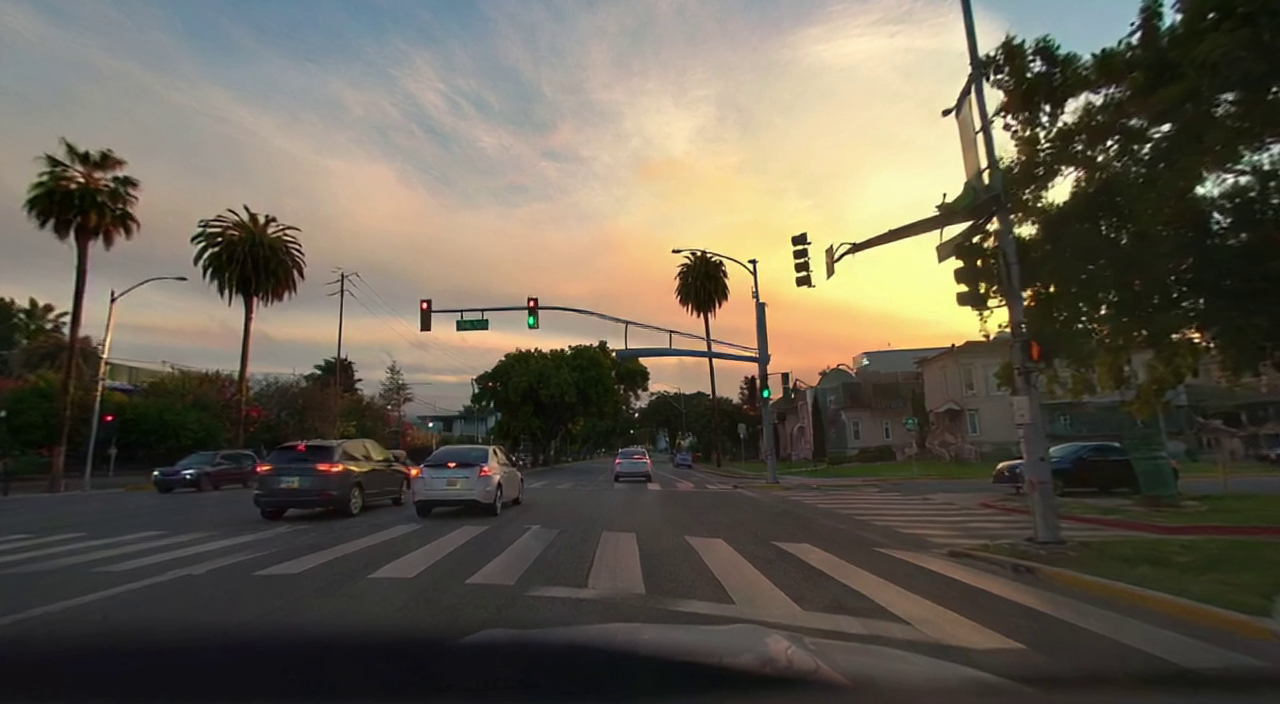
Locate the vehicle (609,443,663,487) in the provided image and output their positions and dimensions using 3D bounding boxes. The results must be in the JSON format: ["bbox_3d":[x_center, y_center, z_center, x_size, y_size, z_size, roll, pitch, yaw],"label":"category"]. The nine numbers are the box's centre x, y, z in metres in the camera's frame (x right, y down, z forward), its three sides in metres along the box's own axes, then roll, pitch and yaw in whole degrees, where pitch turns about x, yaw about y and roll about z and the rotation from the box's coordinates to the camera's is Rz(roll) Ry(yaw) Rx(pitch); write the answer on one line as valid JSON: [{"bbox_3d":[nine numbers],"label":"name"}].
[{"bbox_3d":[-0.177,5.102,28.672,2.280,1.803,4.240,0,-9,0],"label":"vehicle"}]

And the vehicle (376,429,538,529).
[{"bbox_3d":[-3.749,2.688,13.928,2.116,1.806,4.516,0,-9,1],"label":"vehicle"}]

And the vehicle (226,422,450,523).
[{"bbox_3d":[-7.094,2.935,15.988,2.457,2.010,6.330,0,-9,1],"label":"vehicle"}]

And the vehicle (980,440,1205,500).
[{"bbox_3d":[12.336,3.230,17.436,4.649,1.496,2.061,0,-9,-1],"label":"vehicle"}]

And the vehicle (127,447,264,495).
[{"bbox_3d":[-18.590,4.963,26.691,2.323,1.828,4.675,0,-9,0],"label":"vehicle"}]
